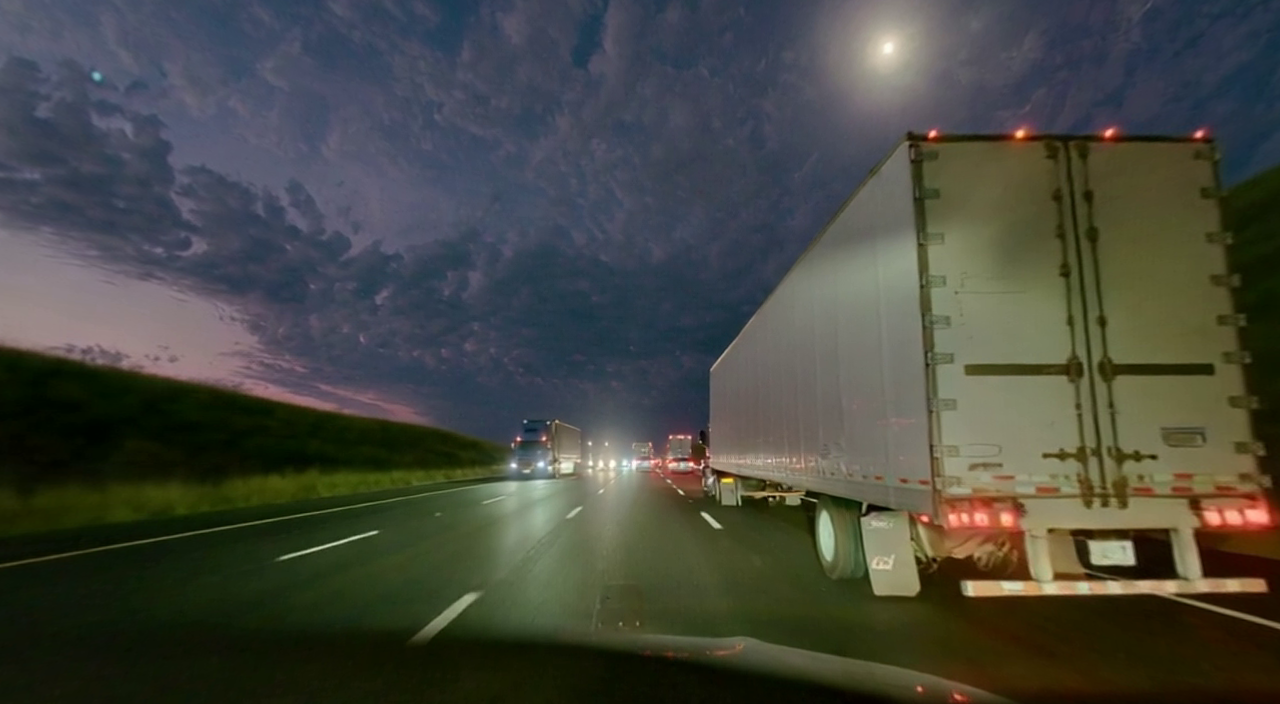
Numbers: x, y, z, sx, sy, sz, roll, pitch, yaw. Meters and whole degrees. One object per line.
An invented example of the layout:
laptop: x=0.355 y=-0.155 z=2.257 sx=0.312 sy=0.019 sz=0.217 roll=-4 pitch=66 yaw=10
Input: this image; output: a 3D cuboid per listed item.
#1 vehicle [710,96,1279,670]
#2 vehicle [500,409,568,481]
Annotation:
vehicle: x=3.498 y=1.152 z=11.387 sx=2.845 sy=4.071 sz=14.008 roll=0 pitch=-9 yaw=0
vehicle: x=-6.287 y=5.664 z=38.333 sx=3.004 sy=3.974 sz=5.891 roll=0 pitch=-9 yaw=1
